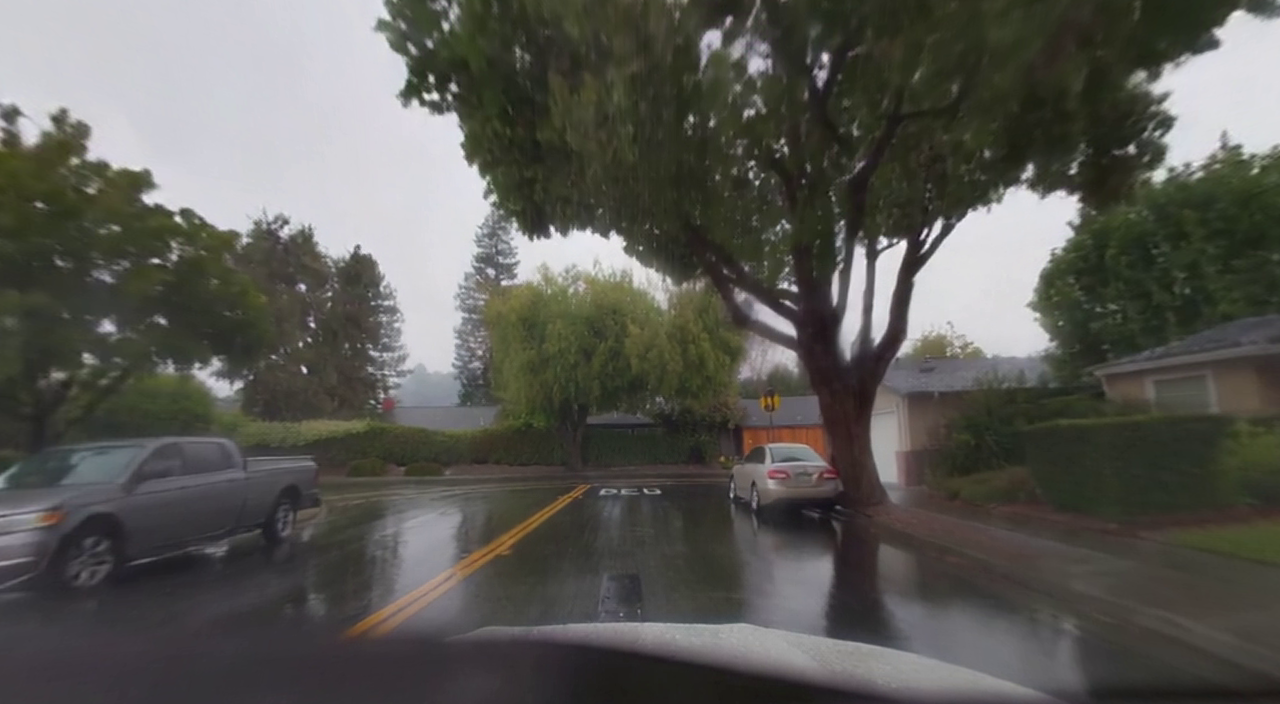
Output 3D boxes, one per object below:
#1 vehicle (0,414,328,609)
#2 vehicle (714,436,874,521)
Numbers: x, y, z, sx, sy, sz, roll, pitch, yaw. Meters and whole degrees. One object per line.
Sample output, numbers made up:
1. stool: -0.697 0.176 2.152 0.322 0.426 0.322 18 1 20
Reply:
1. vehicle: -6.914 1.983 8.899 2.225 1.817 5.731 -2 -8 -1
2. vehicle: 3.013 2.594 13.550 2.167 1.479 4.597 0 -9 -1
